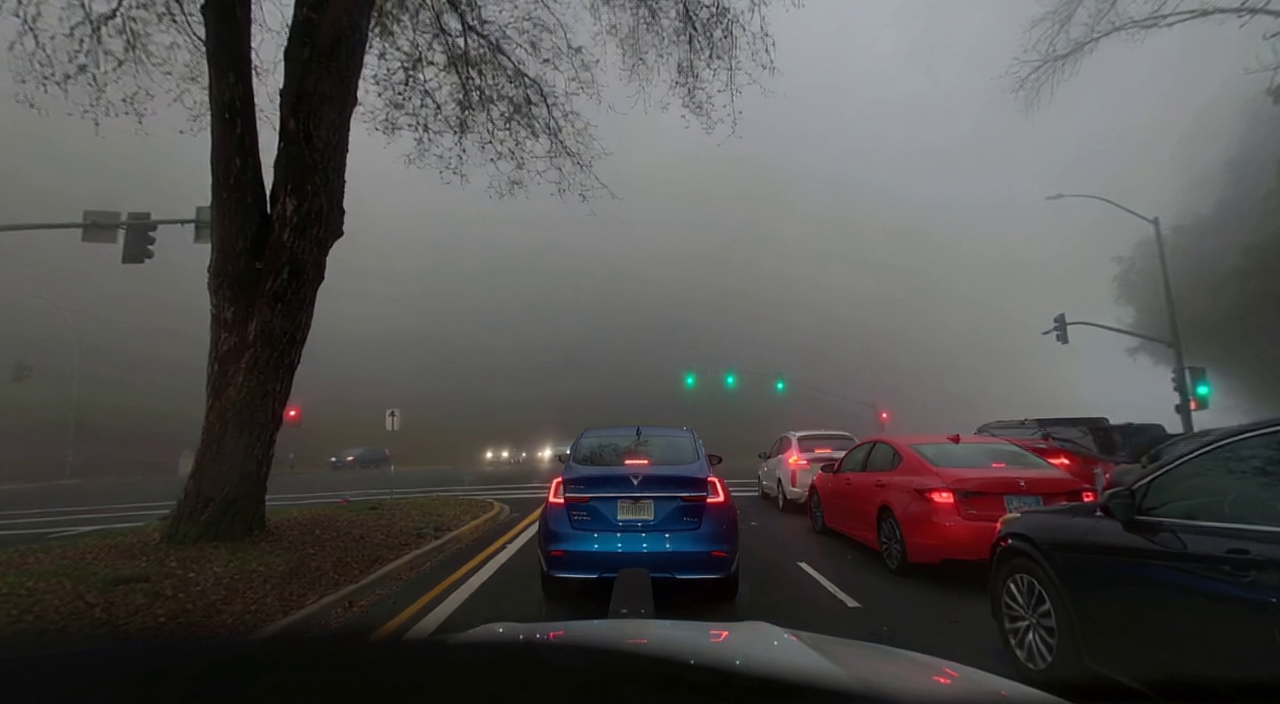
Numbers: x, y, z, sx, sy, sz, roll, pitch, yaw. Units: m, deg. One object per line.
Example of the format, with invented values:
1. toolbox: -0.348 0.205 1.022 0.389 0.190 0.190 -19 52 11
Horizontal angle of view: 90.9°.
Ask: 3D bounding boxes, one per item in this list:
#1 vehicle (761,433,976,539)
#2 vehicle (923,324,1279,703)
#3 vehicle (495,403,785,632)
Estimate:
1. vehicle: 3.690 2.258 11.302 2.054 1.482 4.654 0 -9 -1
2. vehicle: 3.721 0.930 3.434 2.162 1.829 4.519 0 -9 -1
3. vehicle: -0.019 1.476 6.508 2.074 1.631 3.793 0 -9 -1
